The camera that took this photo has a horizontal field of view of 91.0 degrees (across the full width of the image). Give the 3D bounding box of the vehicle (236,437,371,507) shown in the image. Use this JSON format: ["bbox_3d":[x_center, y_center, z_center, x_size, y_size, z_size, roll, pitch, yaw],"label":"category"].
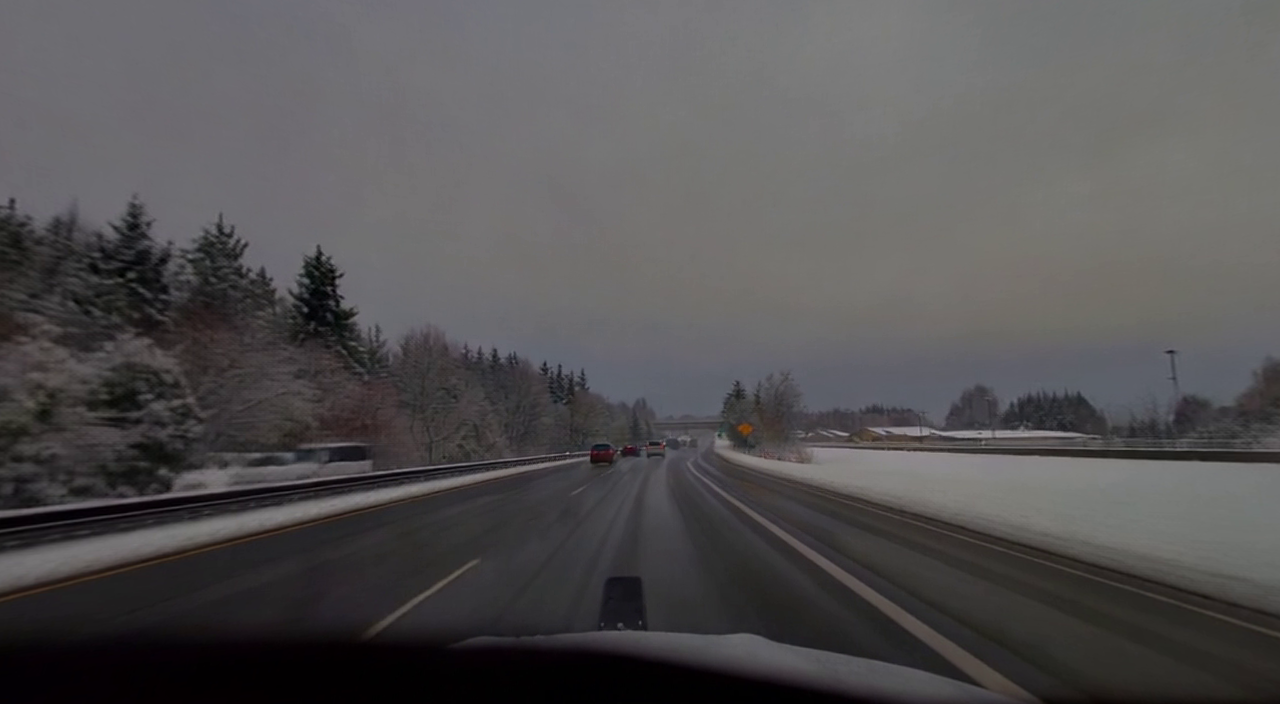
[{"bbox_3d":[-14.092,4.994,26.878,2.577,2.627,5.306,0,-8,3],"label":"vehicle"}]

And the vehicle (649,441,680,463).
[{"bbox_3d":[1.744,7.069,44.676,2.077,1.533,3.854,-1,-8,3],"label":"vehicle"}]

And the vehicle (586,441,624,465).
[{"bbox_3d":[-2.234,6.529,40.866,1.985,1.518,3.847,-1,-8,4],"label":"vehicle"}]

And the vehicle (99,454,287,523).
[{"bbox_3d":[-14.459,4.381,20.929,2.085,1.879,5.421,0,-8,2],"label":"vehicle"}]
